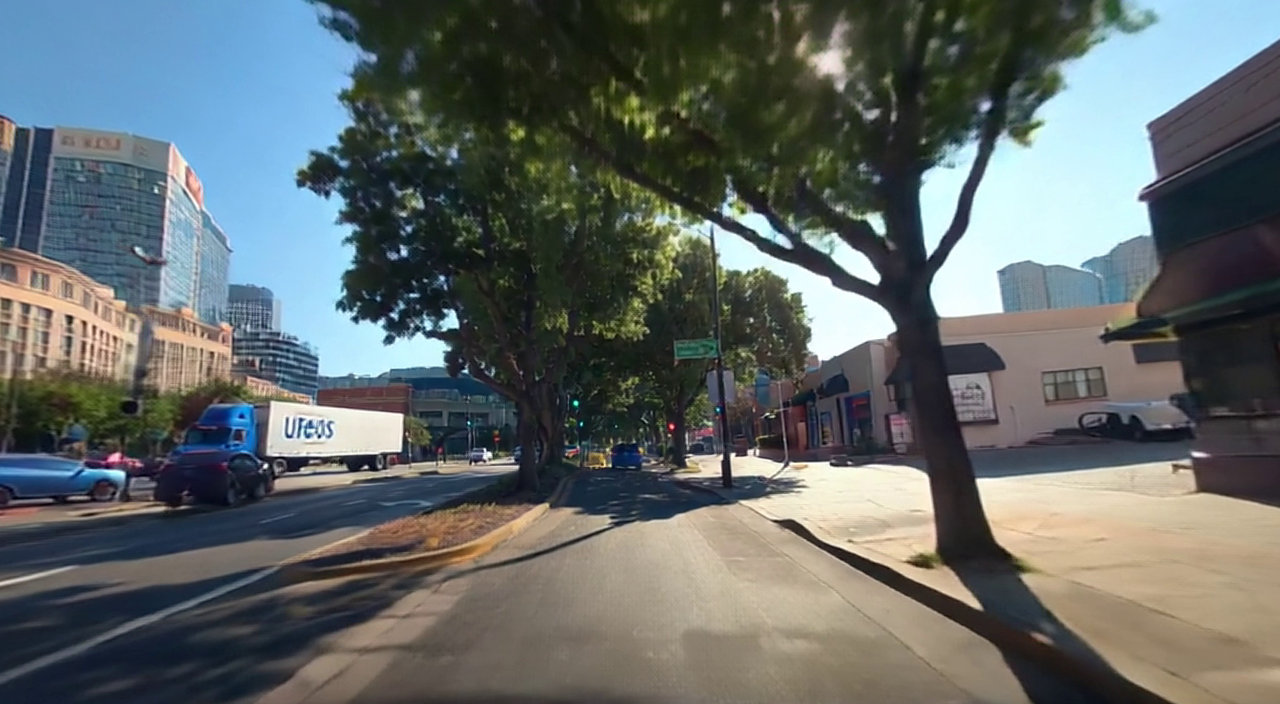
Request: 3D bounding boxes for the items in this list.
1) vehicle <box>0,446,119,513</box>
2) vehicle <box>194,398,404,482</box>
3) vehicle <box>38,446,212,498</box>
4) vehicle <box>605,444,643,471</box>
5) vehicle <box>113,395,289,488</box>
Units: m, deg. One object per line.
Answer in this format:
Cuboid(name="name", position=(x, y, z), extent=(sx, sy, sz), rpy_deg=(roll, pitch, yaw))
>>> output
Cuboid(name="vehicle", position=(-17.620, 3.467, 17.325), extent=(2.101, 1.721, 4.587), rpy_deg=(-3, -9, 18))
Cuboid(name="vehicle", position=(-18.844, 5.140, 36.550), extent=(2.792, 4.025, 11.784), rpy_deg=(-3, -9, 18))
Cuboid(name="vehicle", position=(-19.230, 4.438, 23.915), extent=(1.988, 1.762, 4.653), rpy_deg=(-3, -9, 18))
Cuboid(name="vehicle", position=(-0.854, 5.991, 36.062), extent=(2.006, 1.470, 3.799), rpy_deg=(0, -8, 0))
Cuboid(name="vehicle", position=(-20.847, 4.338, 30.538), extent=(3.045, 3.961, 6.104), rpy_deg=(-3, -9, 17))
